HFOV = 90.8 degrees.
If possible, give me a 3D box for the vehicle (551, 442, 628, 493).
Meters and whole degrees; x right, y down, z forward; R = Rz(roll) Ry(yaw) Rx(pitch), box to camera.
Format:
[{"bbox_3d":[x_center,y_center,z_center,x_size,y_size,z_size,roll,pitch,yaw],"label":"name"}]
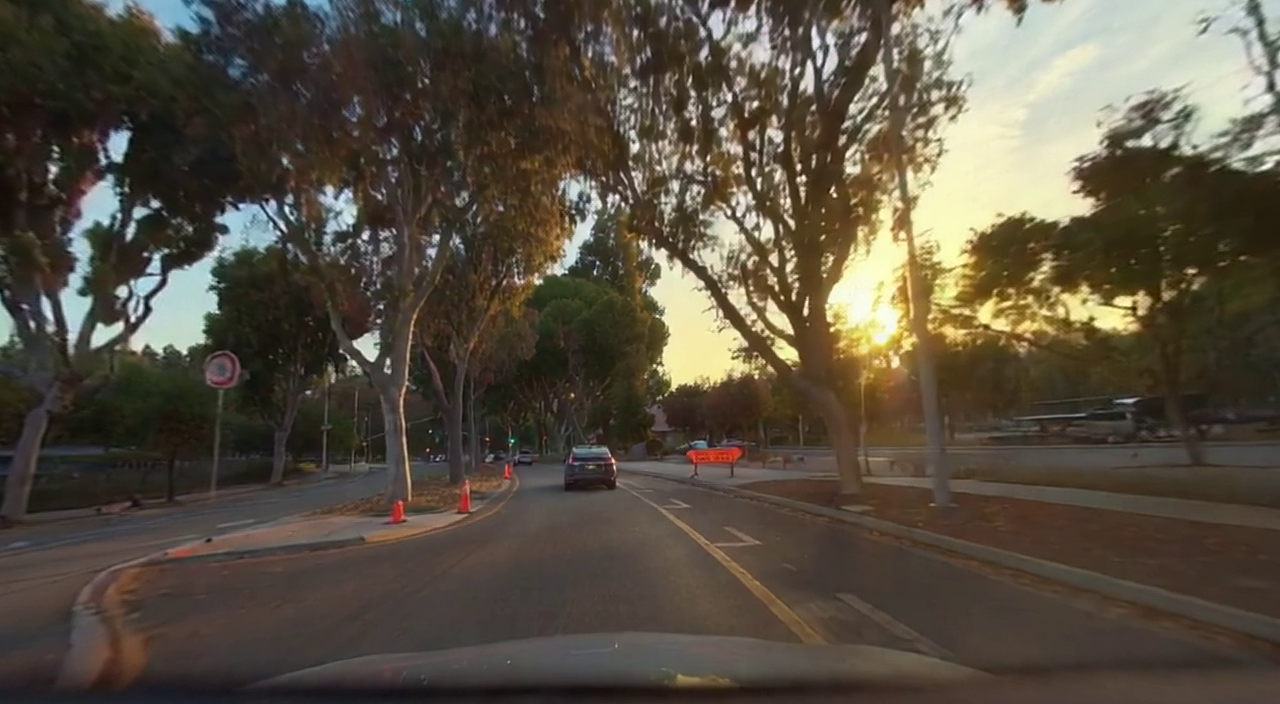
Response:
[{"bbox_3d":[-1.837,3.882,21.655,2.266,1.508,4.430,1,-9,-9],"label":"vehicle"}]
